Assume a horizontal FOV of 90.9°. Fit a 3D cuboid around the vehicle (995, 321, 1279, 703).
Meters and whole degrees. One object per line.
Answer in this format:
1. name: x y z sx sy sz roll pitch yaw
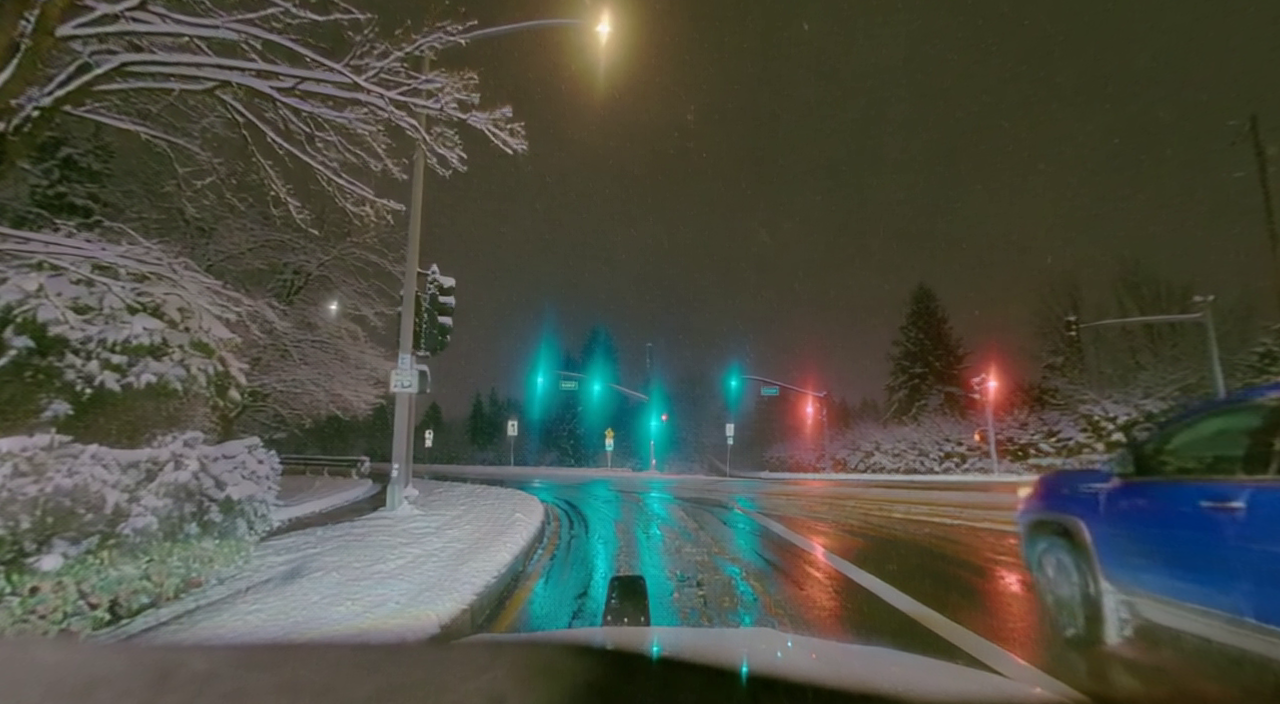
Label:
1. vehicle: 3.794 0.704 2.185 2.284 1.788 4.871 -1 -8 0
